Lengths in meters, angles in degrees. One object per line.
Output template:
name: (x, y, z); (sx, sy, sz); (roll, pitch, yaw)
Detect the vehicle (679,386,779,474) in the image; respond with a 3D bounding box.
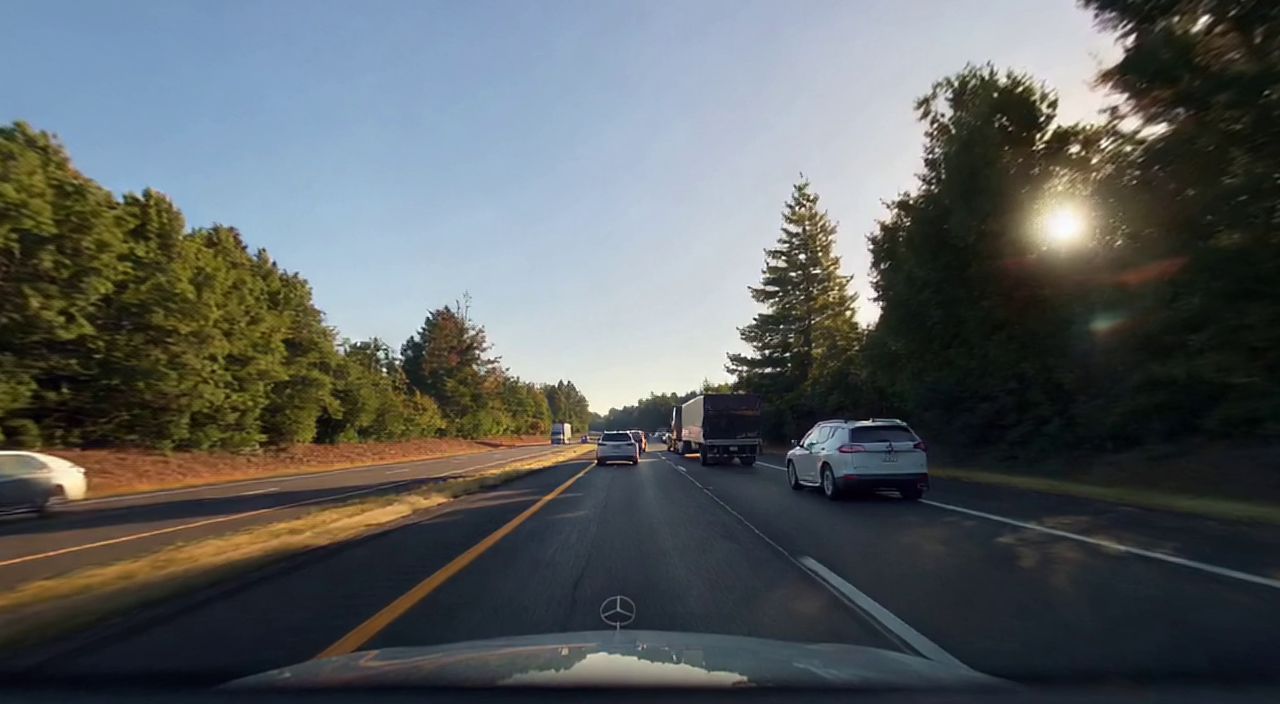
vehicle: (3.336, 3.260, 26.121); (2.723, 3.027, 8.478); (0, -8, -1)

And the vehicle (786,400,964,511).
vehicle: (4.525, 2.039, 12.902); (2.011, 1.905, 3.905); (0, -8, -2)

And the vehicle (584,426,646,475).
vehicle: (-0.850, 3.562, 23.168); (2.082, 1.638, 4.055); (0, -8, 0)
